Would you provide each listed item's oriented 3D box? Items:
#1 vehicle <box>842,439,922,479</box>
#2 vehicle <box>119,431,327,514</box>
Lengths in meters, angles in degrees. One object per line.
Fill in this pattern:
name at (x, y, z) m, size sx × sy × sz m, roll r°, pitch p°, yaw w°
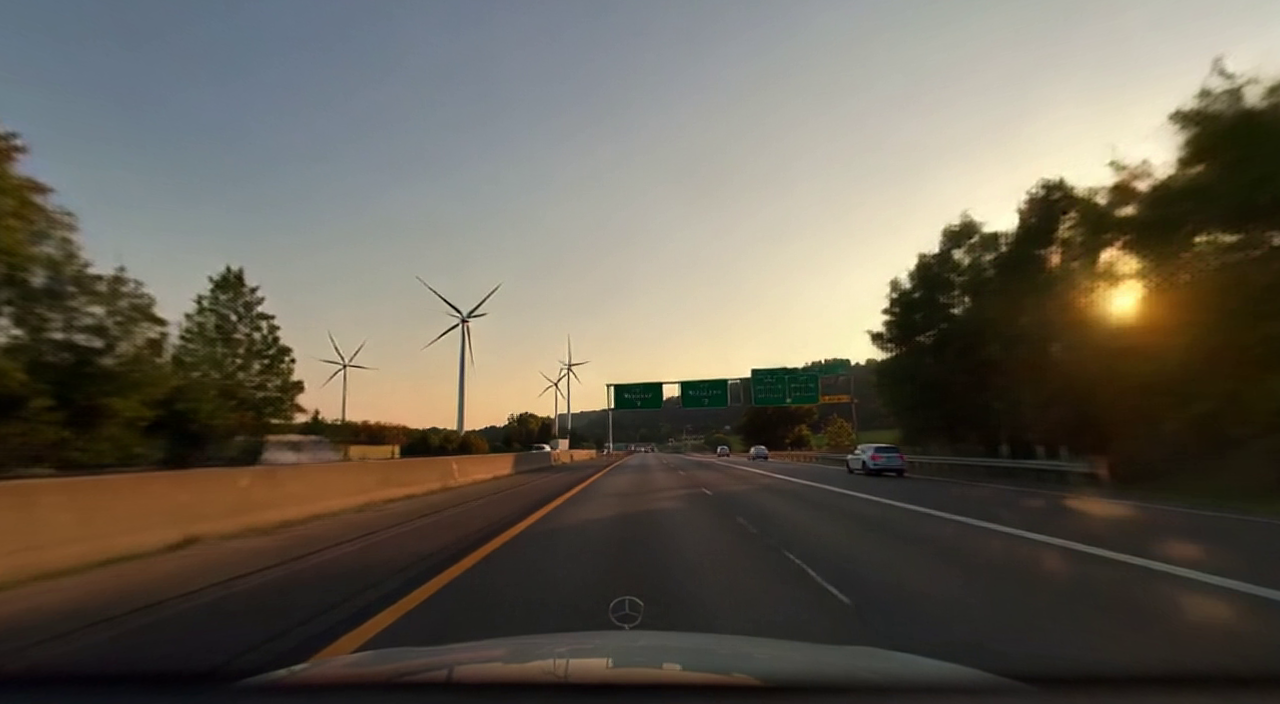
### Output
vehicle at (11.092, 4.936, 29.297) m, size 1.897 × 1.669 × 4.825 m, roll 0°, pitch -9°, yaw 2°
vehicle at (-9.519, 2.775, 14.938) m, size 1.848 × 1.641 × 4.321 m, roll 0°, pitch -9°, yaw 1°
